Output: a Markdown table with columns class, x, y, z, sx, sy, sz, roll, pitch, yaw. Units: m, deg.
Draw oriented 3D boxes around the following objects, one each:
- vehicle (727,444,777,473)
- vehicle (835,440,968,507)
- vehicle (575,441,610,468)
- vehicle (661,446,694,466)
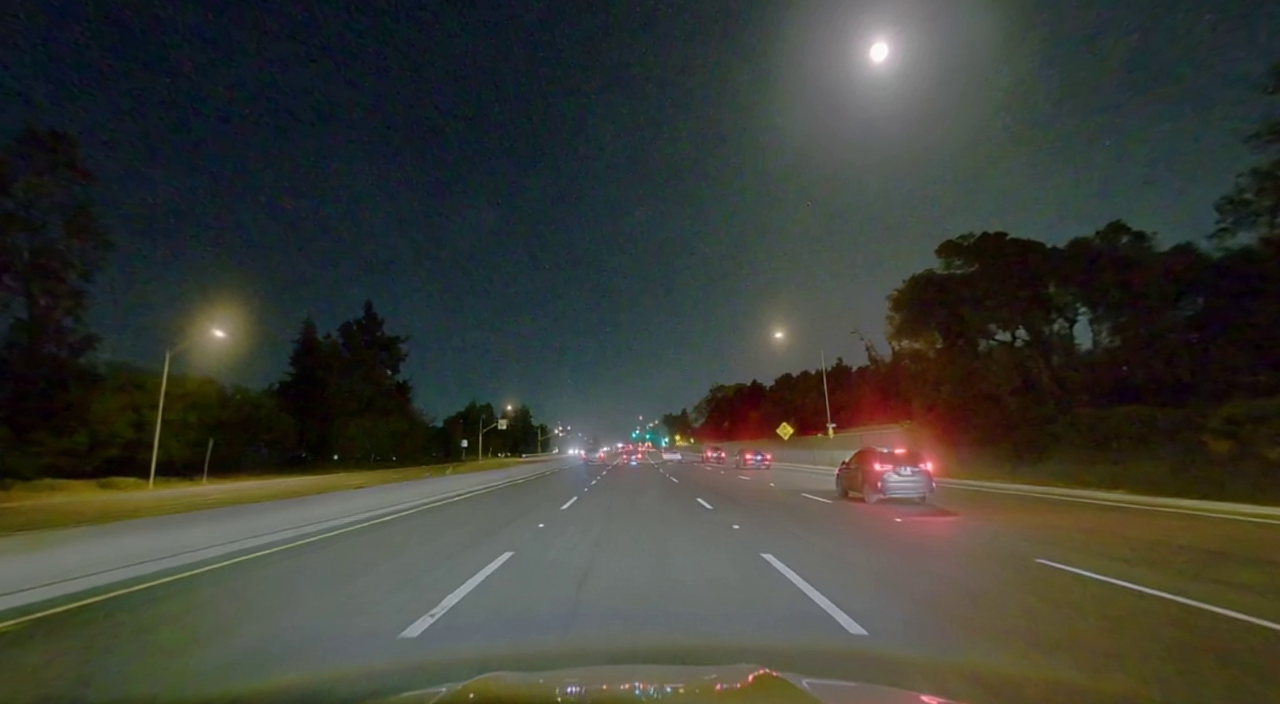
| class | x | y | z | sx | sy | sz | roll | pitch | yaw |
| --- | --- | --- | --- | --- | --- | --- | --- | --- | --- |
| vehicle | 6.436 | 6.153 | 36.805 | 1.987 | 1.597 | 4.463 | 0 | -8 | -2 |
| vehicle | 6.627 | 3.082 | 16.468 | 1.838 | 1.518 | 3.713 | 0 | -8 | 0 |
| vehicle | -3.409 | 7.507 | 46.385 | 2.230 | 1.827 | 4.406 | 0 | -8 | 0 |
| vehicle | 2.905 | 8.156 | 49.692 | 2.109 | 1.495 | 4.474 | 0 | -8 | -2 |
